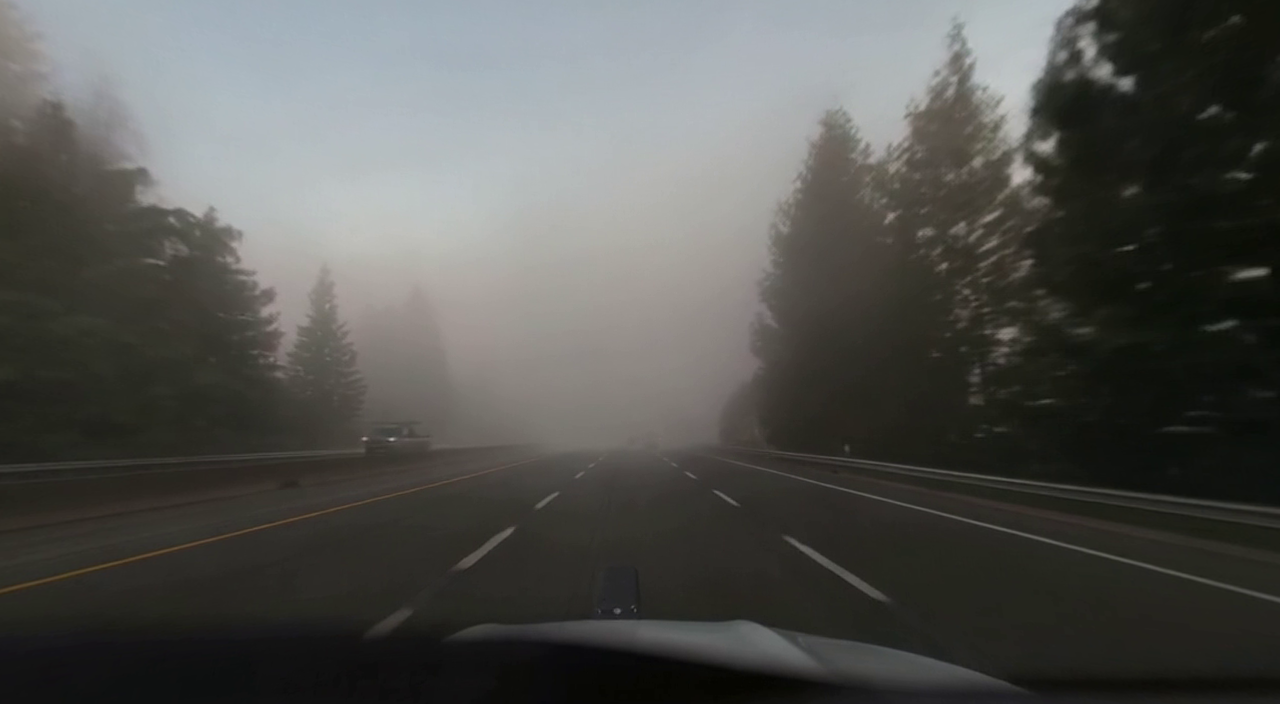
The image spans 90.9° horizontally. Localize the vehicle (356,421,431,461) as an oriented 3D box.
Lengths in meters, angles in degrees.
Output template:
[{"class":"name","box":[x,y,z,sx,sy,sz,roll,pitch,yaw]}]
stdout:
[{"class":"vehicle","box":[-16.904,6.158,43.694,2.461,2.573,6.713,0,-8,0]}]
